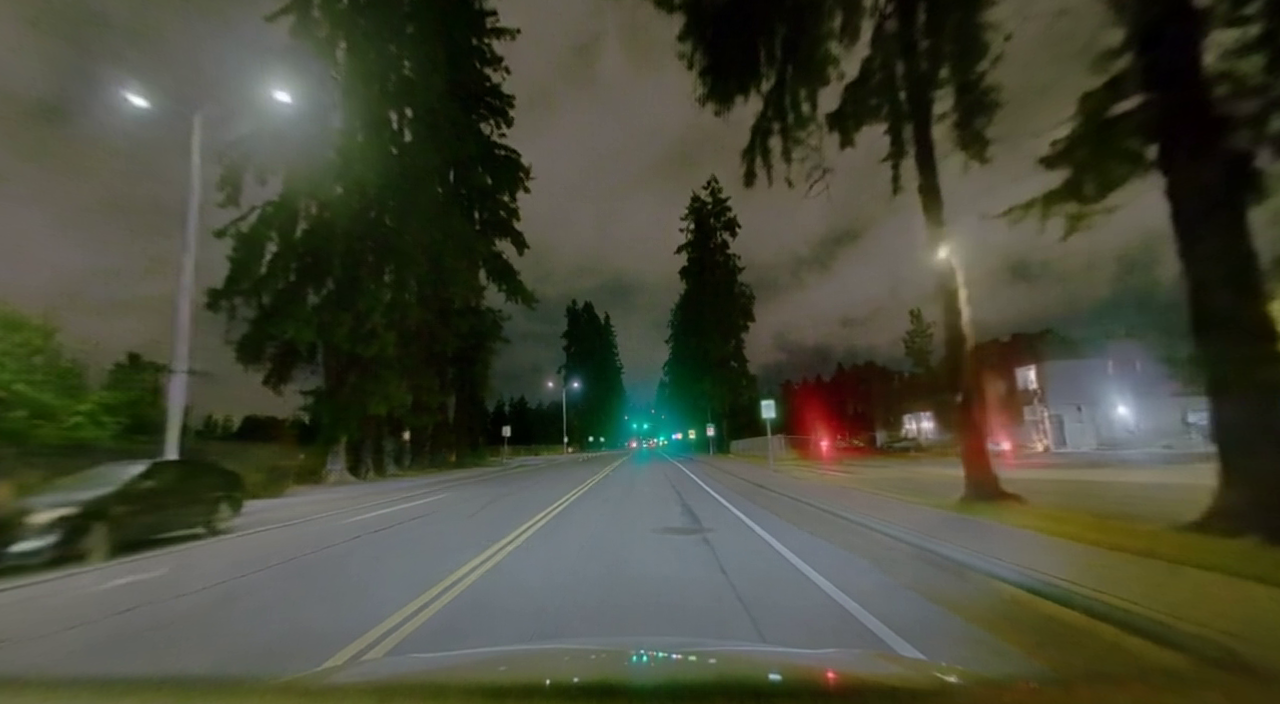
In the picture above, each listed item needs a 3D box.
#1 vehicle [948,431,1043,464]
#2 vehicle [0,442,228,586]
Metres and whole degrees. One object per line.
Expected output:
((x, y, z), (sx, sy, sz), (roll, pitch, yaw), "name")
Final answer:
((20.336, 5.482, 36.221), (4.151, 1.730, 2.131), (0, -9, 4), "vehicle")
((-7.981, 2.065, 8.478), (1.864, 1.442, 4.269), (-3, -6, 3), "vehicle")
